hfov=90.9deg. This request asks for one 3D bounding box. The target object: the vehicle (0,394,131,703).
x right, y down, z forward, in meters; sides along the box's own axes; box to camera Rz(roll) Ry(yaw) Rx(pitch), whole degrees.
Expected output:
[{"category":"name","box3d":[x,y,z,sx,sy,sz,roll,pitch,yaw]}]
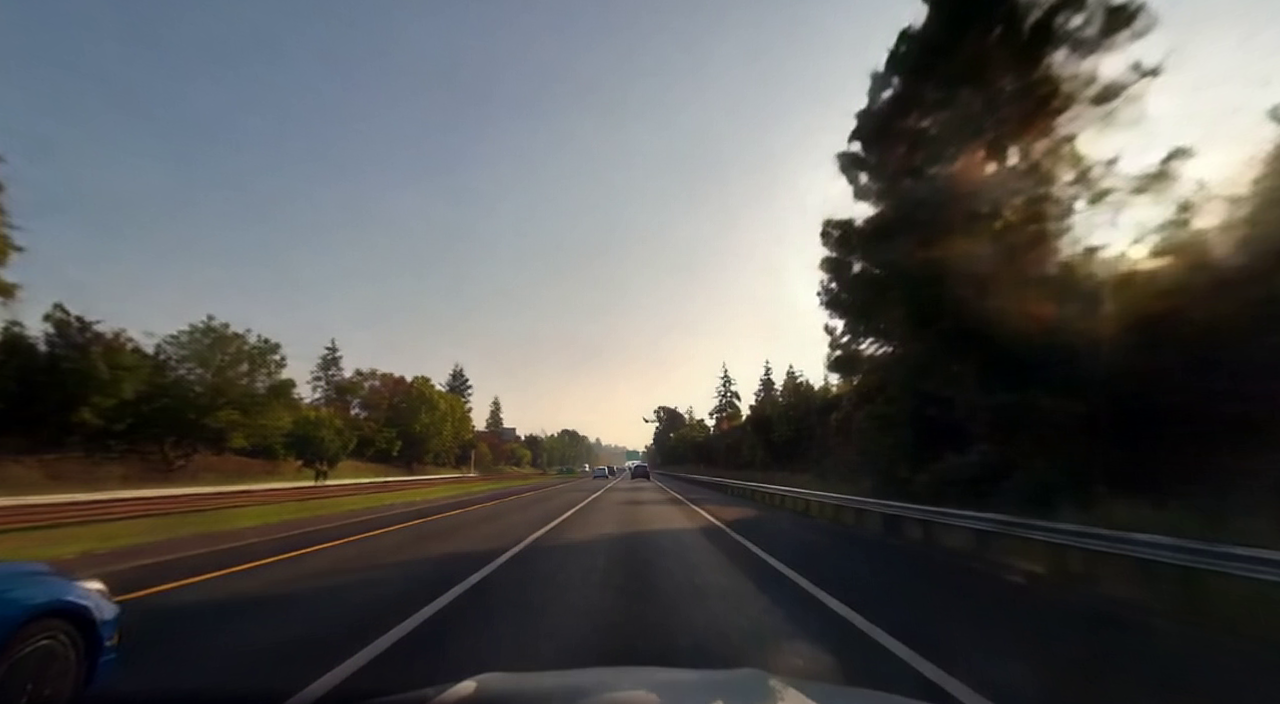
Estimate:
[{"category":"vehicle","box3d":[-3.445,0.632,0.888,2.017,1.516,4.041,1,-11,0]}]
